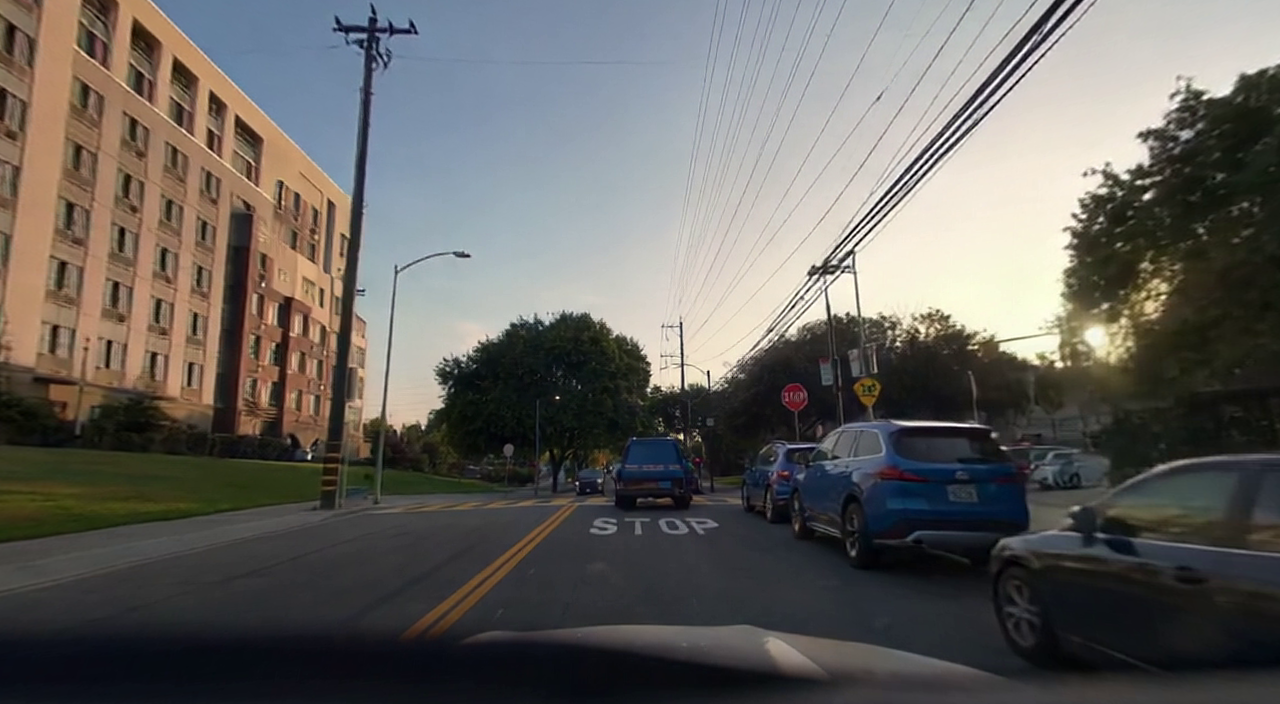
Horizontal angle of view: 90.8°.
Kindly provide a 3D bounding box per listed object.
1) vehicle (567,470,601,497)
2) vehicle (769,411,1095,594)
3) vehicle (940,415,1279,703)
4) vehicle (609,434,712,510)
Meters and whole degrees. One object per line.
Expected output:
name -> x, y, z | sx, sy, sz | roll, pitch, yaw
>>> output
vehicle -> -3.646, 8.633, 41.691 | 1.911, 1.563, 4.057 | 0, -8, 0
vehicle -> 3.262, 1.764, 8.330 | 2.039, 1.731, 4.428 | 0, -8, -2
vehicle -> 3.401, 1.065, 2.980 | 1.828, 1.476, 3.984 | 0, -8, -3
vehicle -> 0.738, 3.243, 17.644 | 2.214, 1.789, 4.872 | -2, -9, 10
